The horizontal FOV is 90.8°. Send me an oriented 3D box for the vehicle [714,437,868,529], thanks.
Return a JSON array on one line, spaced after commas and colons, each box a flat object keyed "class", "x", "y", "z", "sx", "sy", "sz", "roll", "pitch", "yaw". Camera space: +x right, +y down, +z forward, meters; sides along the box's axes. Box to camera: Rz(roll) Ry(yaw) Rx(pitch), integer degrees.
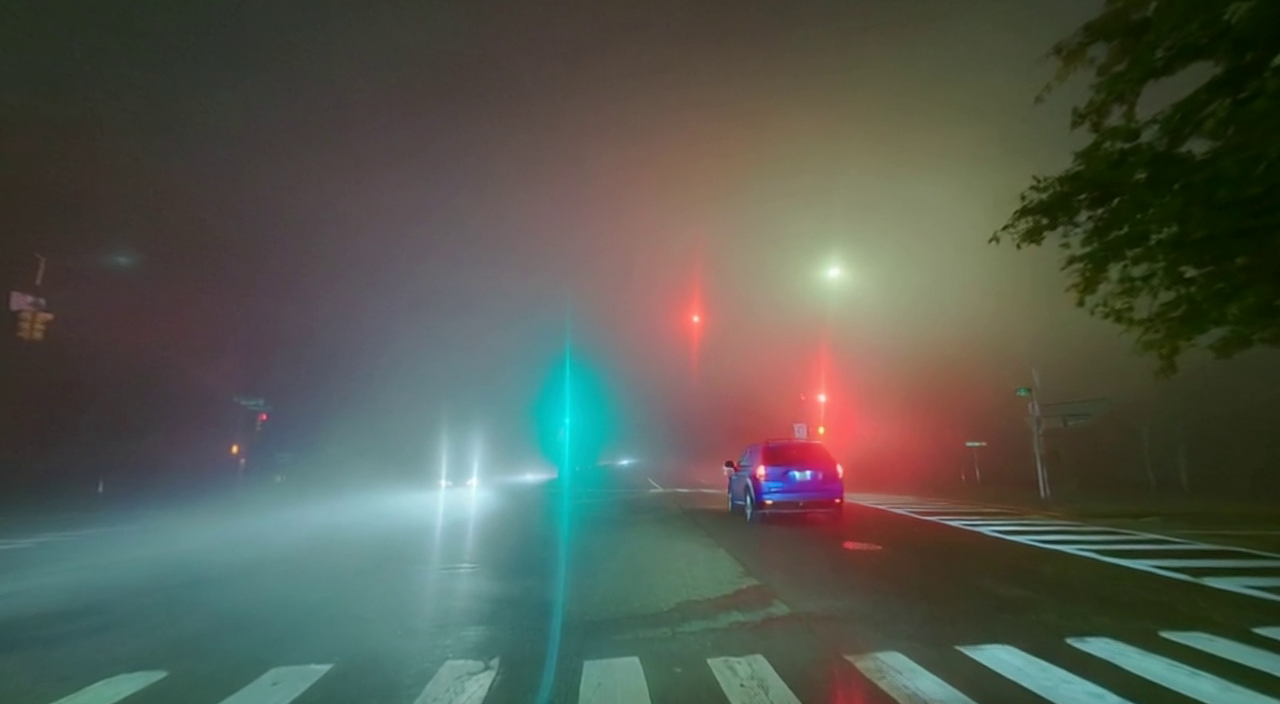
[{"class": "vehicle", "x": 3.052, "y": 2.754, "z": 14.019, "sx": 2.140, "sy": 1.655, "sz": 4.786, "roll": 1, "pitch": -8, "yaw": -1}]
